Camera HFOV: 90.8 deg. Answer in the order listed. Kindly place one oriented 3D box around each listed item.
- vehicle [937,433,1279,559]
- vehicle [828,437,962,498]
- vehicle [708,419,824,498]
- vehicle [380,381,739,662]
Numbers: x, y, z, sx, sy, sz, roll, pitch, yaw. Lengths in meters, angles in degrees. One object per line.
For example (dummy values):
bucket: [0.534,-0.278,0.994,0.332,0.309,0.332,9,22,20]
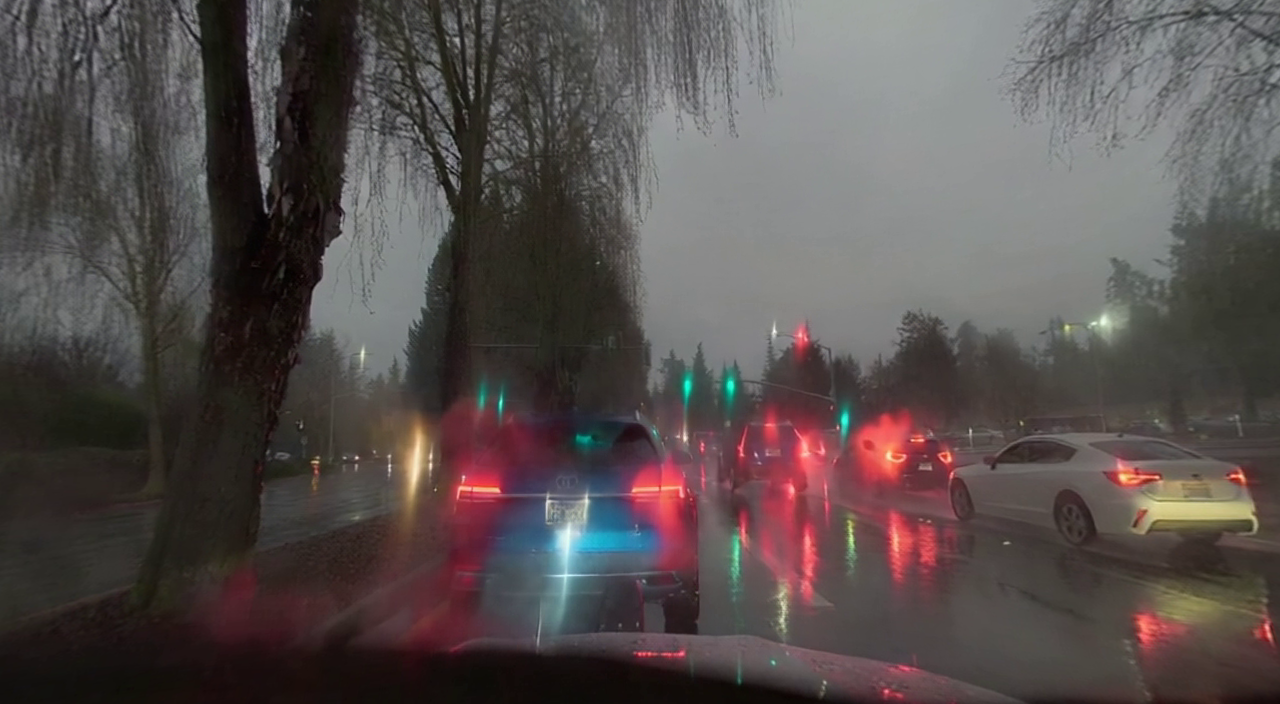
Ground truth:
vehicle: [6.582,2.013,9.657,1.894,1.445,4.565,0,-9,1]
vehicle: [6.955,3.186,17.801,1.890,1.489,4.415,0,-9,-1]
vehicle: [3.351,2.979,17.954,2.200,1.909,4.853,0,-9,-1]
vehicle: [-0.438,1.349,6.086,2.201,1.709,4.271,0,-9,2]
